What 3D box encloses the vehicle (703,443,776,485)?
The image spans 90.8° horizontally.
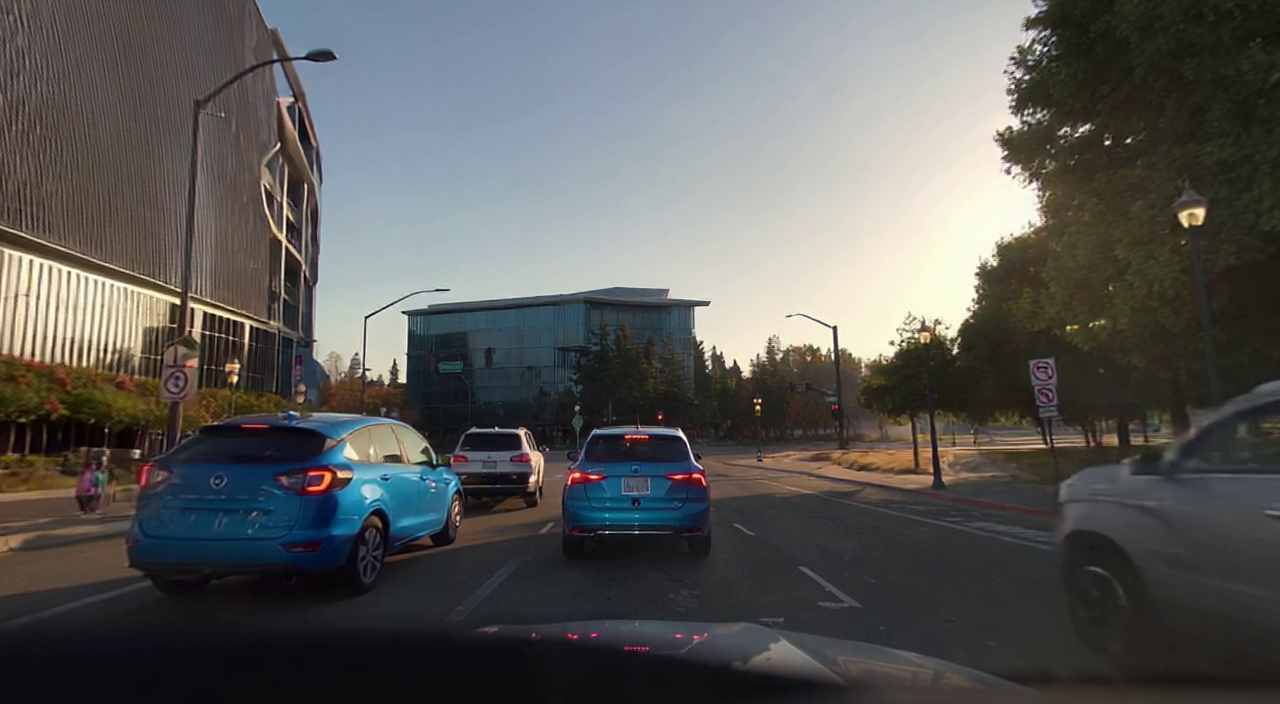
[{"bbox_3d":[3.724,4.272,24.513,2.082,1.445,4.426,0,-8,0],"label":"vehicle"}]

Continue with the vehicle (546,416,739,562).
[{"bbox_3d":[-0.001,1.880,9.409,2.207,1.659,4.155,0,-8,-1],"label":"vehicle"}]

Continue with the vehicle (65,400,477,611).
[{"bbox_3d":[-3.553,1.561,7.357,2.083,1.691,4.398,0,-8,1],"label":"vehicle"}]

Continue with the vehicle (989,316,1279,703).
[{"bbox_3d":[3.704,0.751,2.550,2.026,1.819,4.579,0,-8,2],"label":"vehicle"}]

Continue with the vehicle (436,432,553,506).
[{"bbox_3d":[-3.613,2.994,16.596,2.068,1.678,4.199,0,-8,0],"label":"vehicle"}]
